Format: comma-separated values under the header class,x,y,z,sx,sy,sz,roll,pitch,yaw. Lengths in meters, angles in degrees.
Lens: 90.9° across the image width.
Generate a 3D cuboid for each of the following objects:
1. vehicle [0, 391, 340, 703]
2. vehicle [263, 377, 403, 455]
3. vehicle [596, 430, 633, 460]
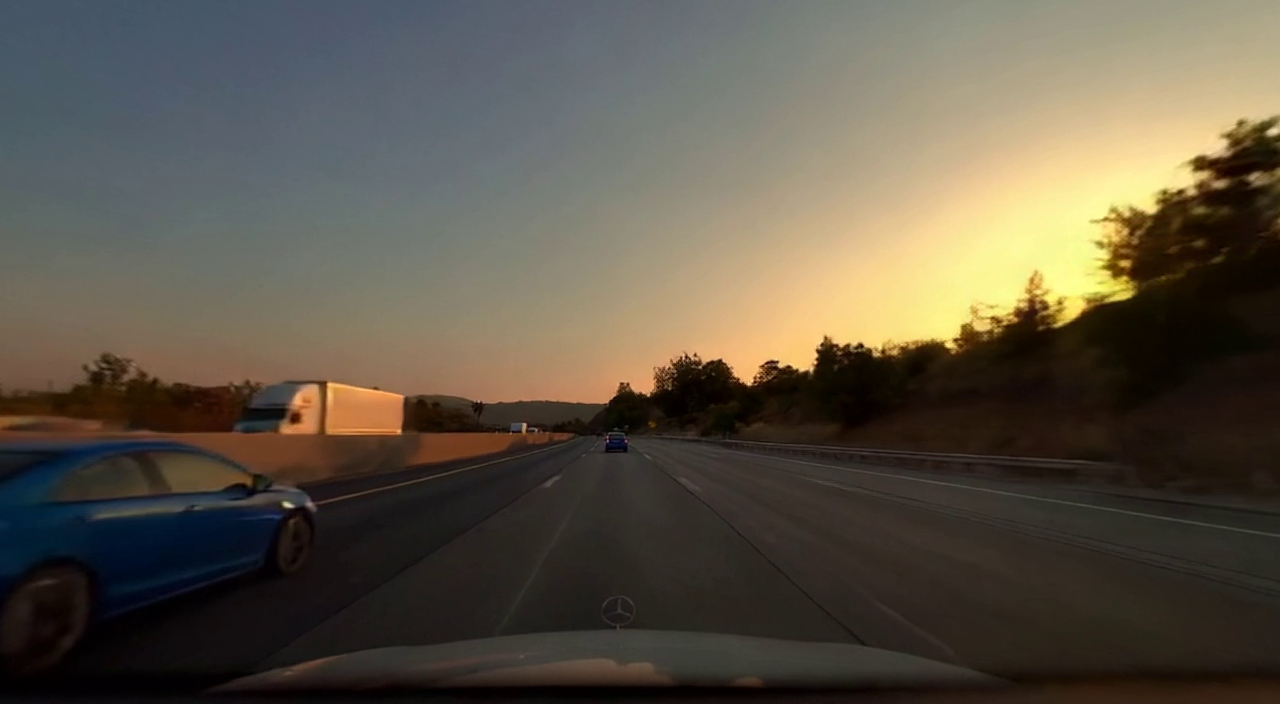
class,x,y,z,sx,sy,sz,roll,pitch,yaw
vehicle,-4.085,1.072,3.781,2.141,1.534,5.099,0,-8,-1
vehicle,-17.700,4.017,37.780,2.982,3.955,11.838,0,-8,-3
vehicle,-1.461,5.220,35.612,1.997,1.589,4.179,0,-8,-3
